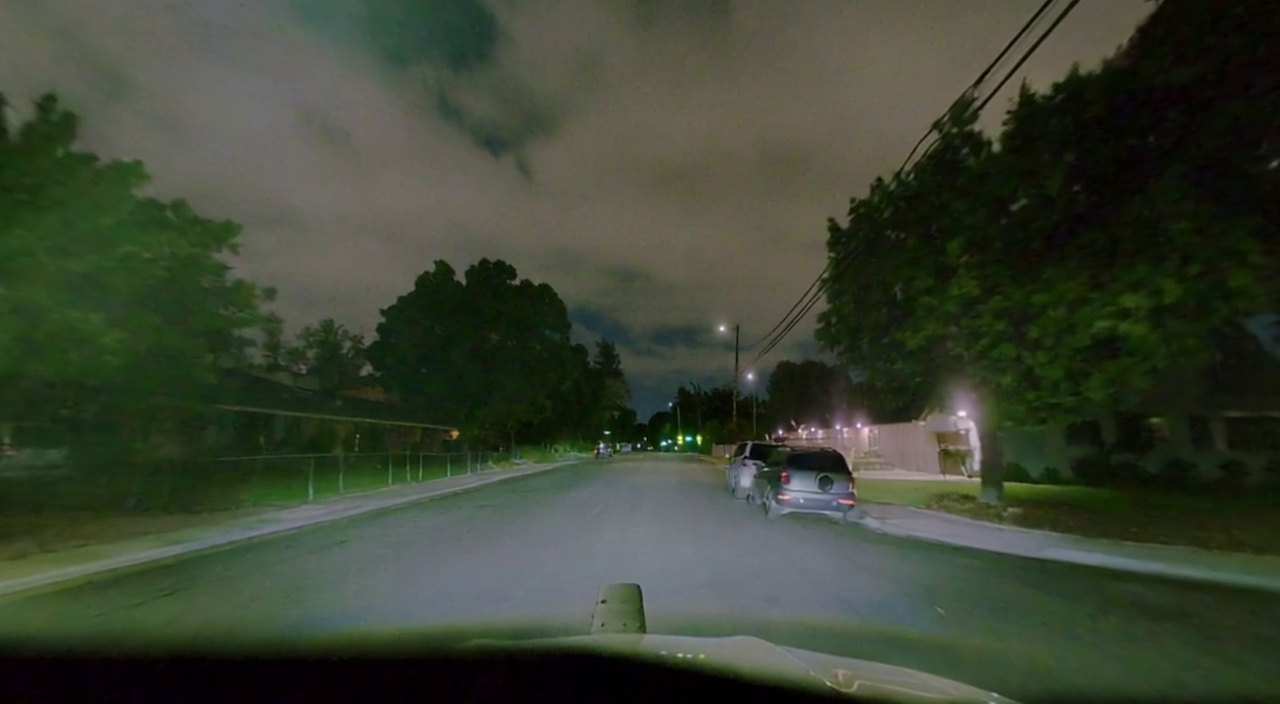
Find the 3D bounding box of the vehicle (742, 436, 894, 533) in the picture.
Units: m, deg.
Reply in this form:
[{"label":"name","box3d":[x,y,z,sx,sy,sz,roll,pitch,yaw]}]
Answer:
[{"label":"vehicle","box3d":[3.381,2.580,12.880,1.976,1.552,4.442,2,-8,2]}]

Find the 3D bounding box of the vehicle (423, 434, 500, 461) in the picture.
[{"label":"vehicle","box3d":[-12.814,6.899,45.358,4.928,1.844,2.163,0,-9,-1]}]
